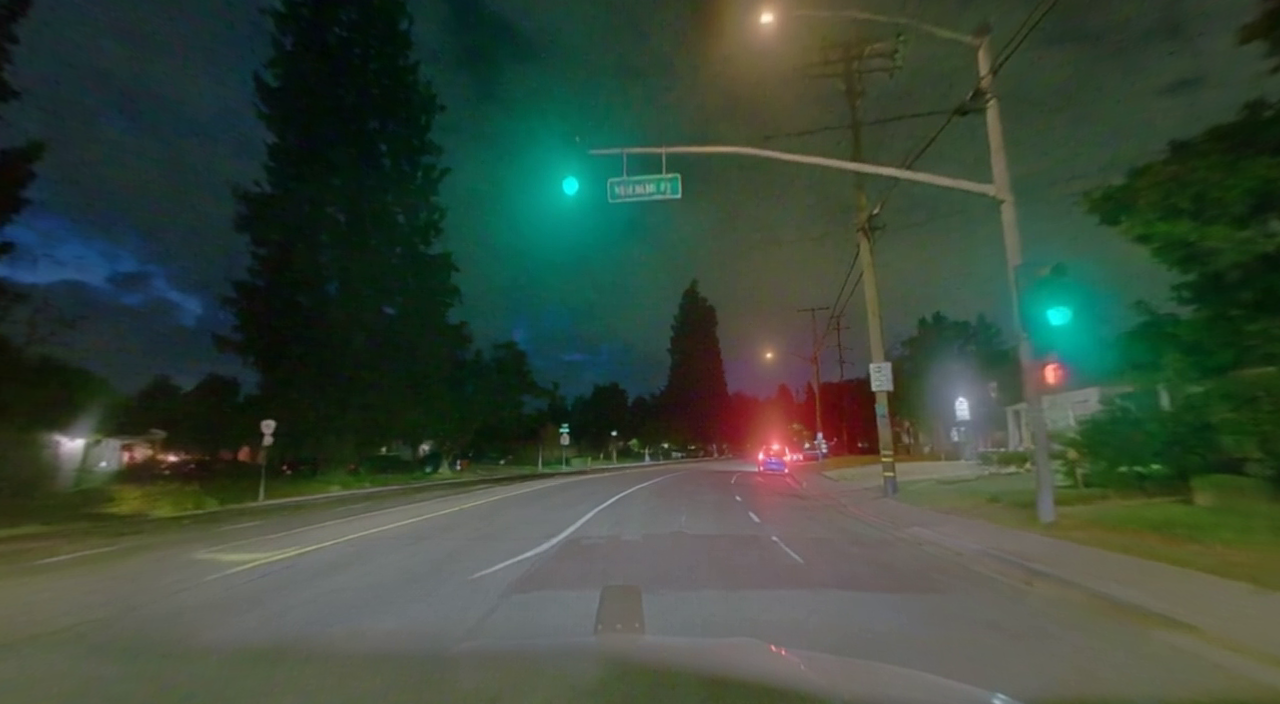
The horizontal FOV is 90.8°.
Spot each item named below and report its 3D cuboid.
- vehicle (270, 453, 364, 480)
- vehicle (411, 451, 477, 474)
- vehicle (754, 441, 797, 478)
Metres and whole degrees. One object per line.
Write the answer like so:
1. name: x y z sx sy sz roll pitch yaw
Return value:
1. vehicle: -18.942 6.698 37.133 4.658 1.482 1.879 -2 -9 11
2. vehicle: -14.395 8.084 46.383 4.284 1.549 1.828 -3 -9 17
3. vehicle: 7.005 5.550 32.902 1.989 1.782 4.351 -2 -9 10
